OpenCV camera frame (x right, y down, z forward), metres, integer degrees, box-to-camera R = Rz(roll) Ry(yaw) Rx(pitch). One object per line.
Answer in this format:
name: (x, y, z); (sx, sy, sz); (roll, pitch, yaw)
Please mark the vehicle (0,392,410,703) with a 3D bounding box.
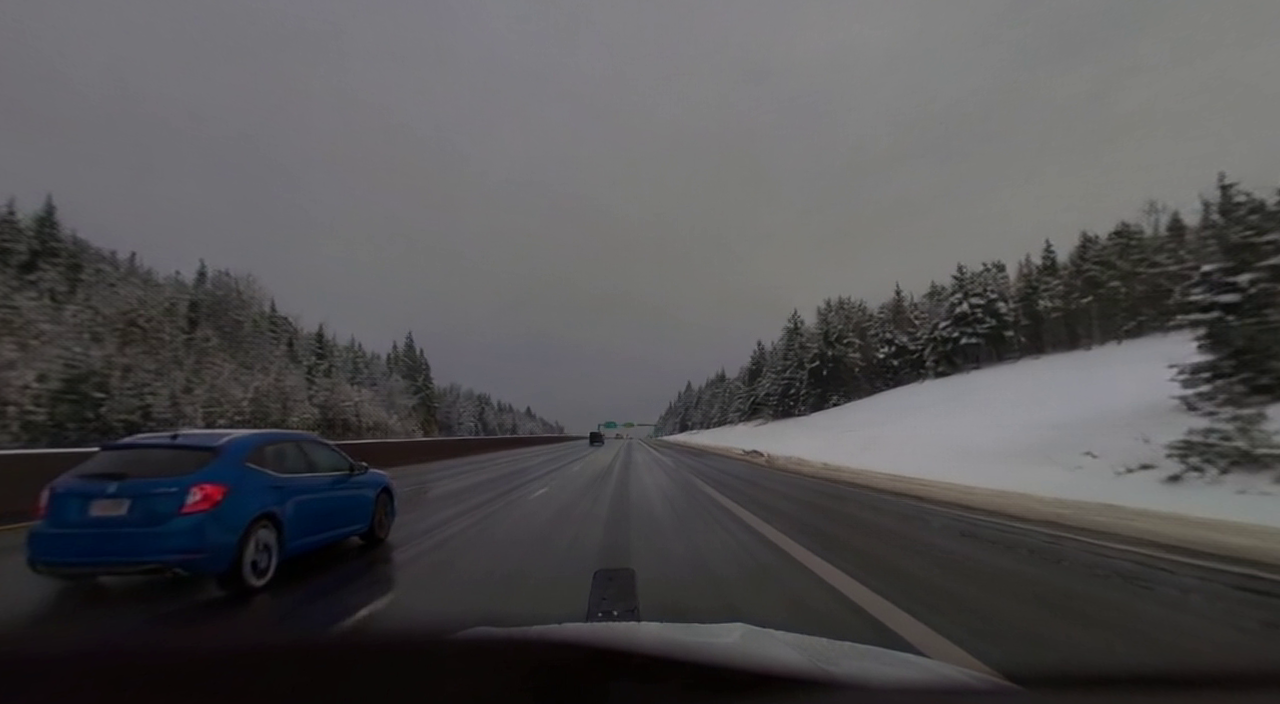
vehicle: (-3.712, 1.240, 5.178); (2.026, 1.517, 4.325); (0, -8, -1)
